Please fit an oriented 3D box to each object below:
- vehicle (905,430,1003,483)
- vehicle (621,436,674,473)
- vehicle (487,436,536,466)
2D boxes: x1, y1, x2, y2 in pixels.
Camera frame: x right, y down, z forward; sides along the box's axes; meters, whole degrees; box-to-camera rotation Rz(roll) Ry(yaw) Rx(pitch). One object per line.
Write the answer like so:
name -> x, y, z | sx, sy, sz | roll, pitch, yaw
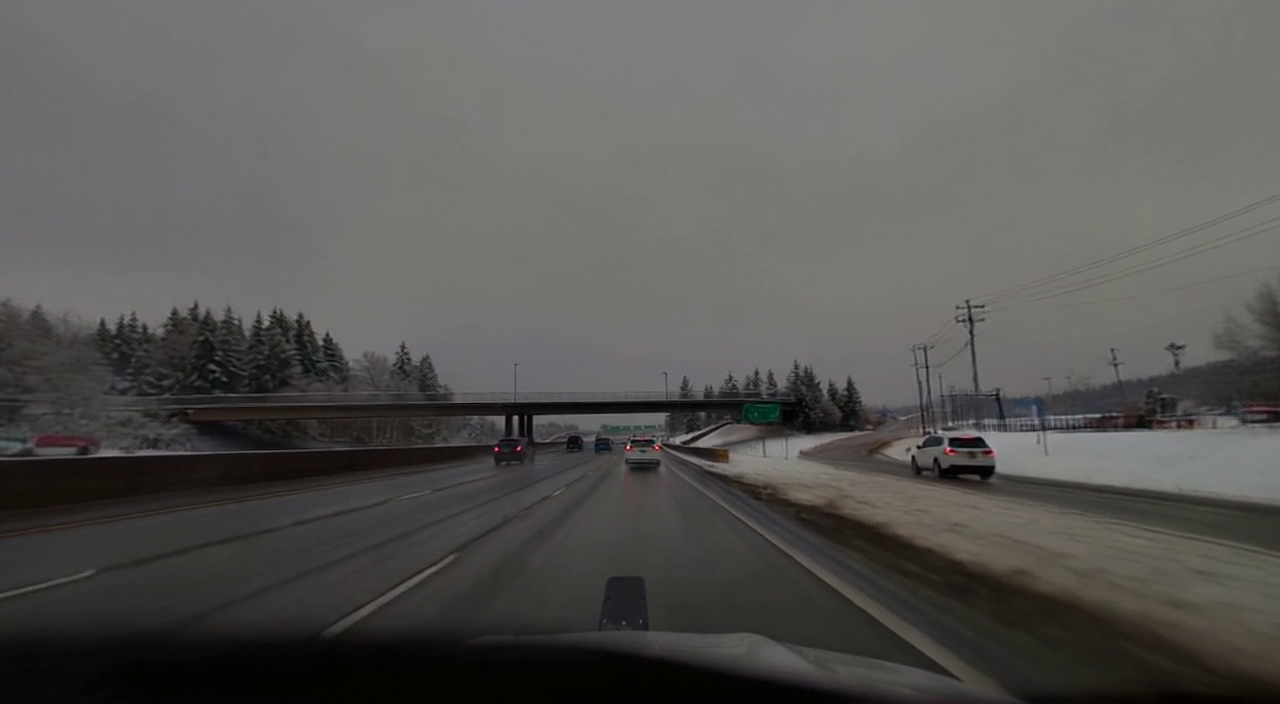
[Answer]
vehicle -> 12.021, 4.010, 24.510 | 2.095, 1.674, 4.530 | 3, -8, 8
vehicle -> 0.263, 4.494, 27.757 | 2.145, 1.493, 4.146 | 0, -9, -1
vehicle -> -7.679, 5.953, 38.132 | 2.067, 1.682, 4.388 | 0, -9, 0
